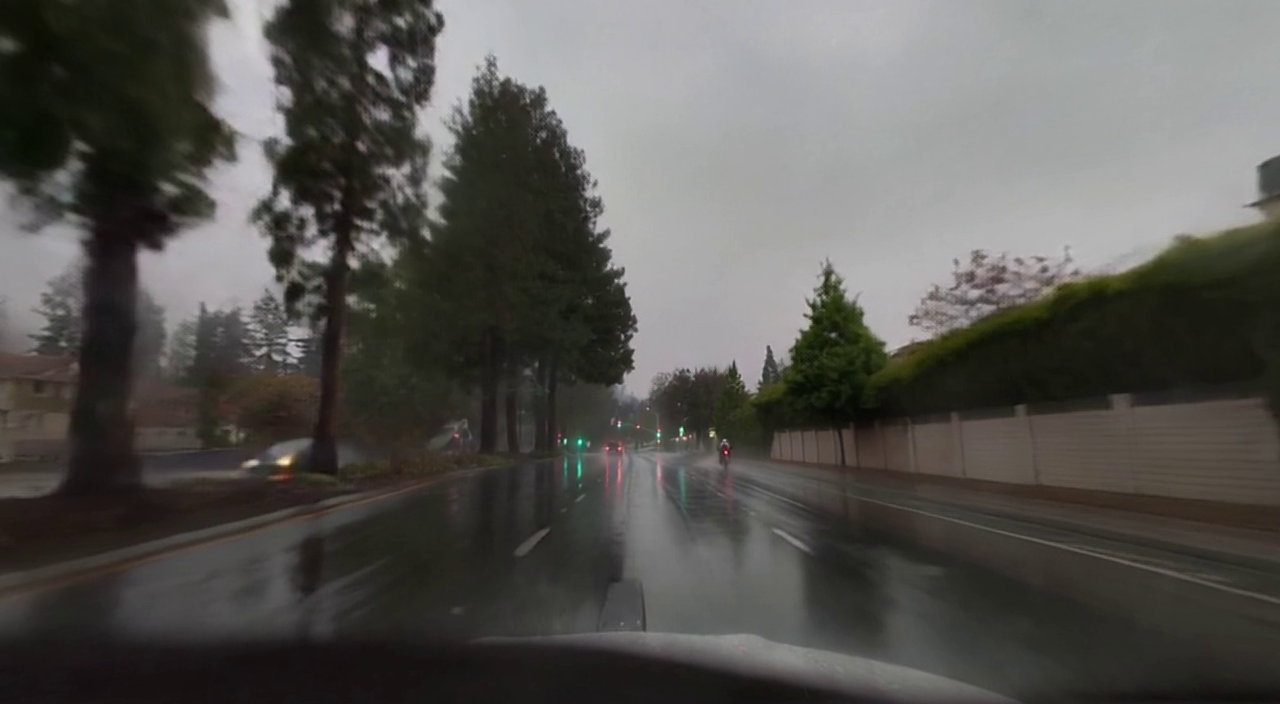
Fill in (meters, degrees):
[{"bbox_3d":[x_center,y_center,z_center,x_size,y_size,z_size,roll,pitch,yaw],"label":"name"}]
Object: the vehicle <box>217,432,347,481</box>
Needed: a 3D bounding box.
[{"bbox_3d":[-13.639,3.997,24.492,2.000,1.662,5.340,-1,-8,-1],"label":"vehicle"}]
